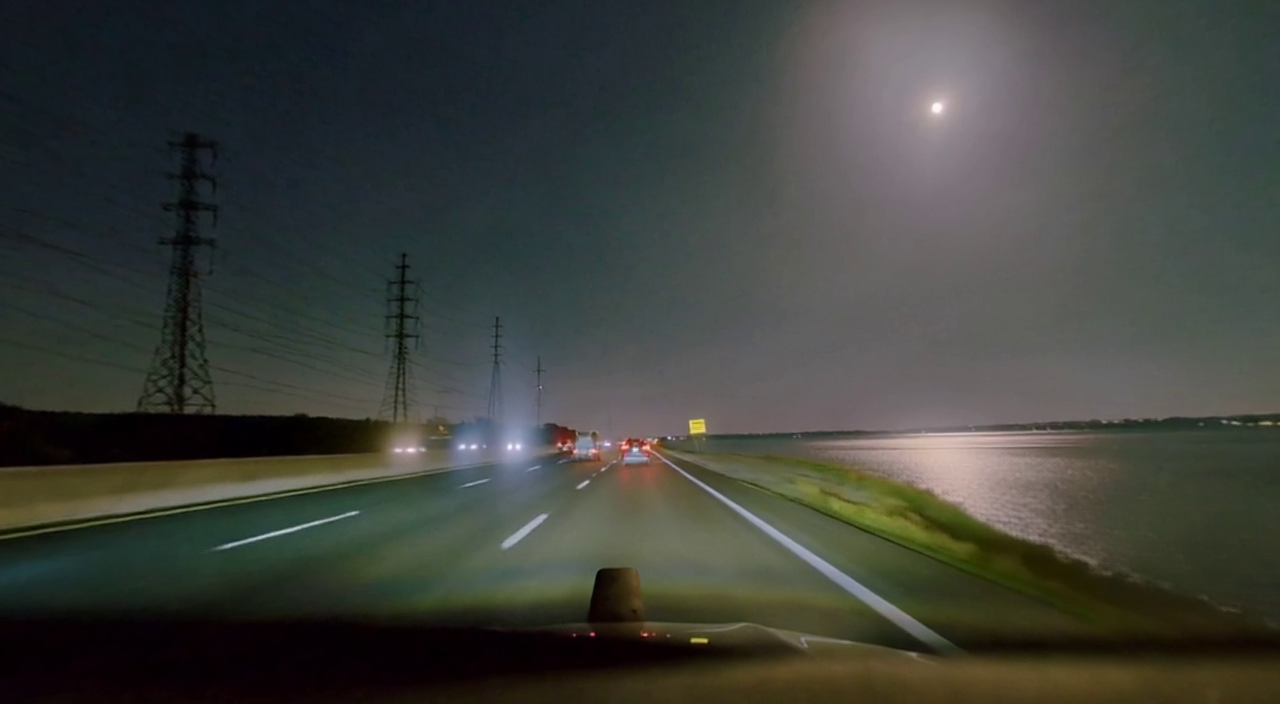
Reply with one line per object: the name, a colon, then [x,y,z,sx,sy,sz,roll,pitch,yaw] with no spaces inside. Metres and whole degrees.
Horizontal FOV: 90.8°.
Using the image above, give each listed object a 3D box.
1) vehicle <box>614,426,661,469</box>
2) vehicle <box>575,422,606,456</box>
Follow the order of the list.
vehicle: [-0.116,5.136,33.953,2.358,2.144,4.713,0,-8,0]
vehicle: [-3.741,6.682,48.236,2.178,2.522,2.054,0,-8,1]
